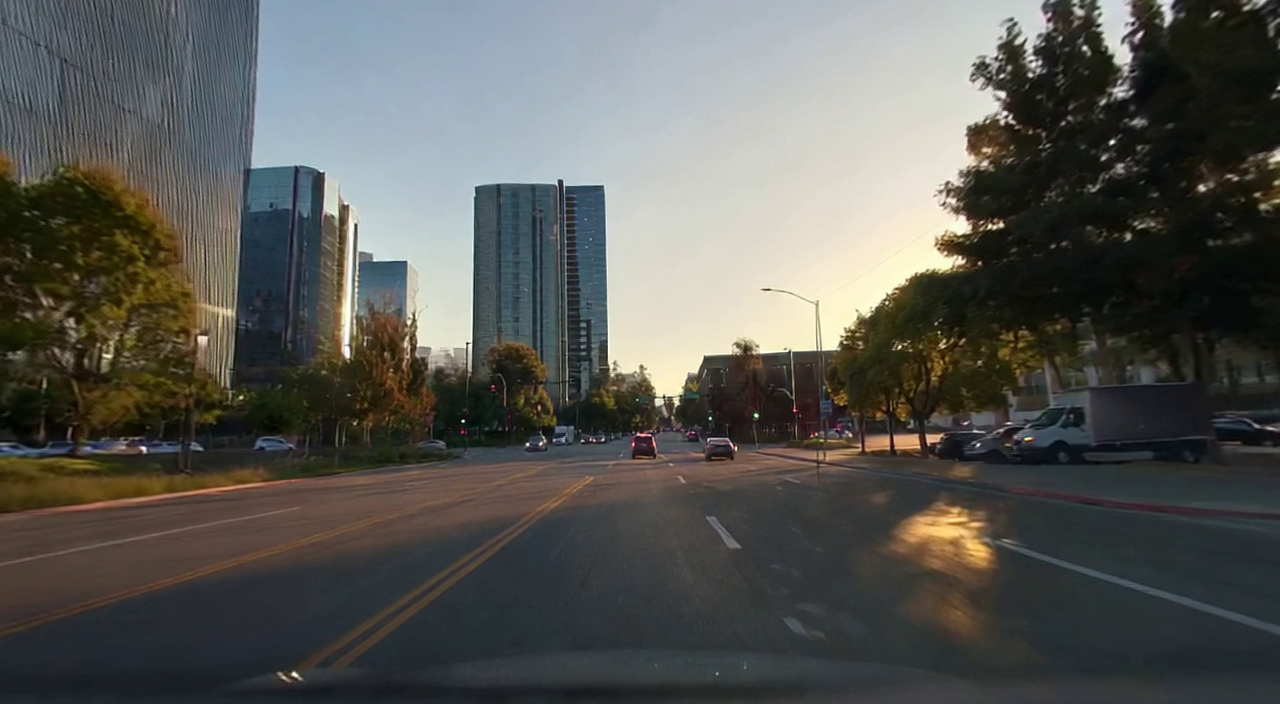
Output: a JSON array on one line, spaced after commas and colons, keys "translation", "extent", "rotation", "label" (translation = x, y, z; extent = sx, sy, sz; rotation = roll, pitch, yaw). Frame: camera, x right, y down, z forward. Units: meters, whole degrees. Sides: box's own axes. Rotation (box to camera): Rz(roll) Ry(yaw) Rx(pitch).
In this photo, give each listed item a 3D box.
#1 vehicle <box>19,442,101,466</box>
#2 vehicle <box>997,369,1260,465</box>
[{"translation": [-38.956, 6.832, 42.216], "extent": [3.756, 1.484, 1.747], "rotation": [-1, -8, -1], "label": "vehicle"}, {"translation": [18.942, 2.583, 24.764], "extent": [7.796, 3.467, 2.793], "rotation": [-1, -8, 0], "label": "vehicle"}]
